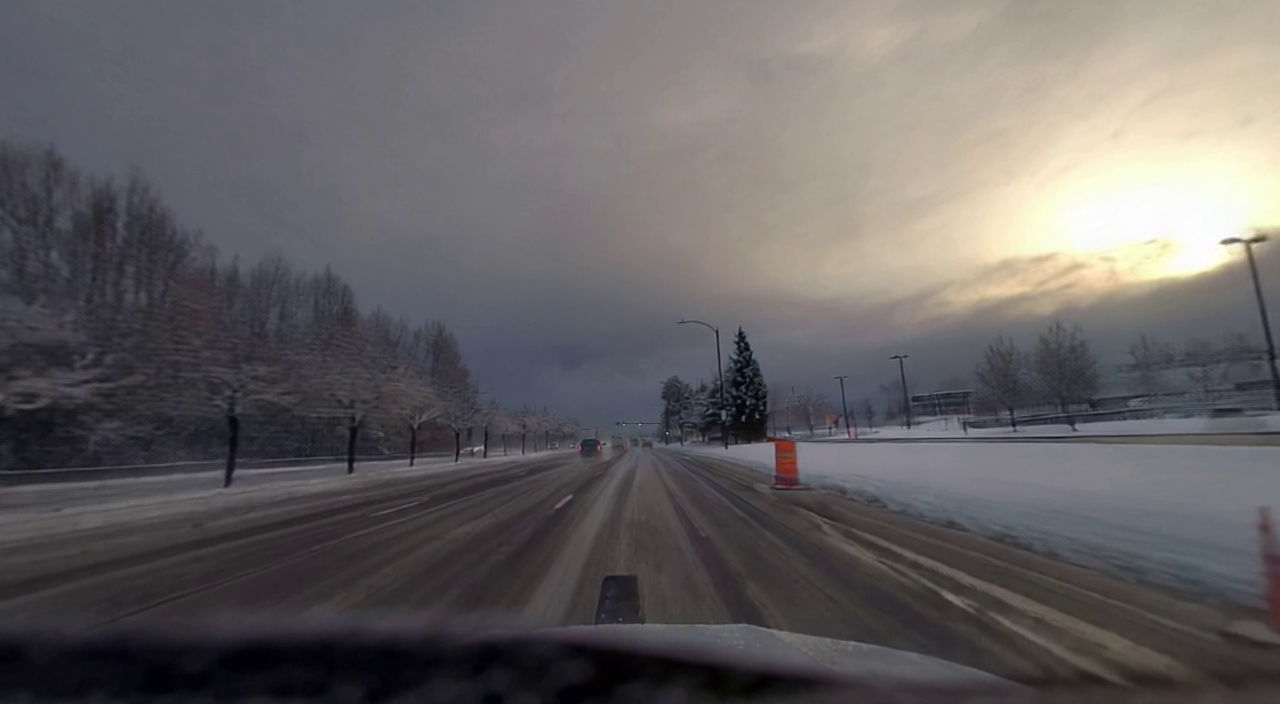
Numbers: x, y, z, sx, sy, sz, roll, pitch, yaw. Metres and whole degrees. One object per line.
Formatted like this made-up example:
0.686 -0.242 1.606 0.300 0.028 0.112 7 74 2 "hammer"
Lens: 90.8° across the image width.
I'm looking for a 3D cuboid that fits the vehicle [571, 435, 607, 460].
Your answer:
-3.473 6.559 43.498 2.121 1.654 3.993 0 -8 0 "vehicle"
